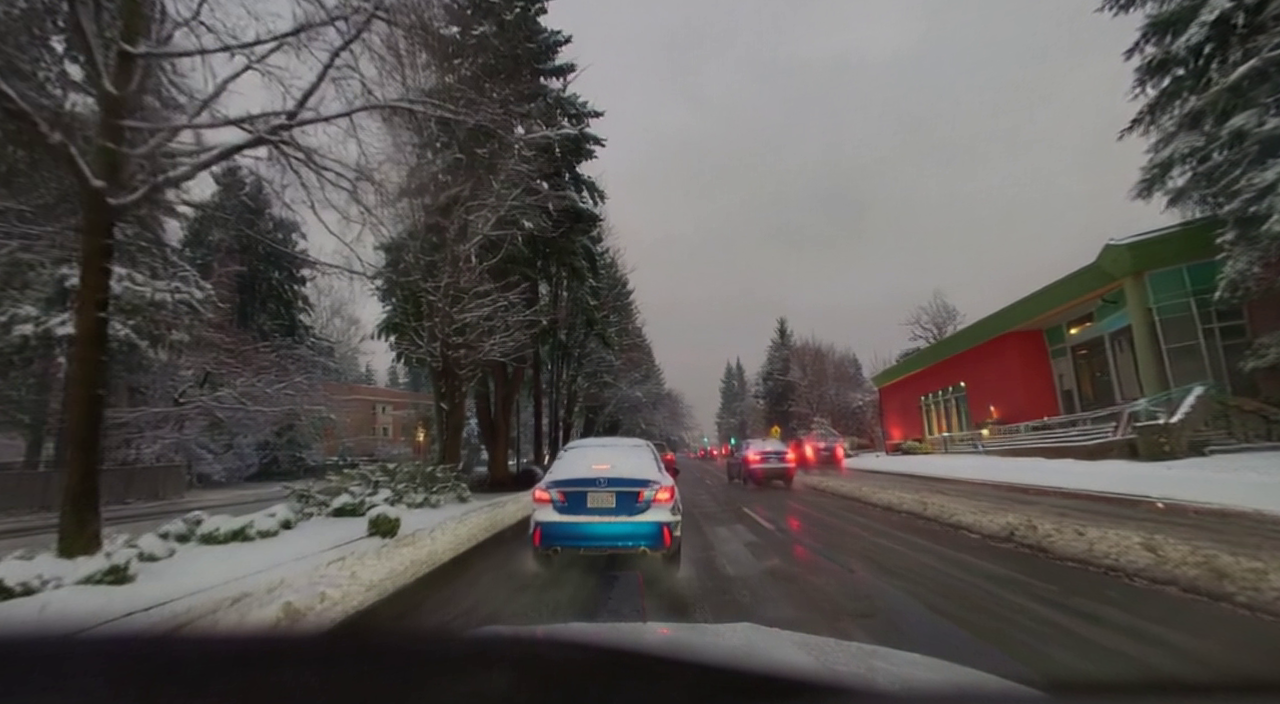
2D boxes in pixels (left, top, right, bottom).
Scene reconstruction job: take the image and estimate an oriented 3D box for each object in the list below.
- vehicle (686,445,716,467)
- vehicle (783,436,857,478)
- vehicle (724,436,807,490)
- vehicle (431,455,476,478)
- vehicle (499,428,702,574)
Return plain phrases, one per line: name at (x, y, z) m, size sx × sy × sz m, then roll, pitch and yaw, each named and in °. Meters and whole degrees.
vehicle at (4.733, 8.134, 49.220) m, size 1.946 × 1.648 × 4.230 m, roll 0°, pitch -9°, yaw 0°
vehicle at (7.978, 4.709, 28.345) m, size 2.064 × 1.747 × 4.372 m, roll 0°, pitch -9°, yaw 1°
vehicle at (4.143, 3.726, 21.494) m, size 1.971 × 1.637 × 4.317 m, roll 0°, pitch -9°, yaw 1°
vehicle at (-13.647, 8.407, 46.280) m, size 1.900 × 1.508 × 4.459 m, roll 0°, pitch -9°, yaw 0°
vehicle at (-0.394, 1.861, 8.617) m, size 2.111 × 1.506 × 4.018 m, roll 0°, pitch -9°, yaw 1°
